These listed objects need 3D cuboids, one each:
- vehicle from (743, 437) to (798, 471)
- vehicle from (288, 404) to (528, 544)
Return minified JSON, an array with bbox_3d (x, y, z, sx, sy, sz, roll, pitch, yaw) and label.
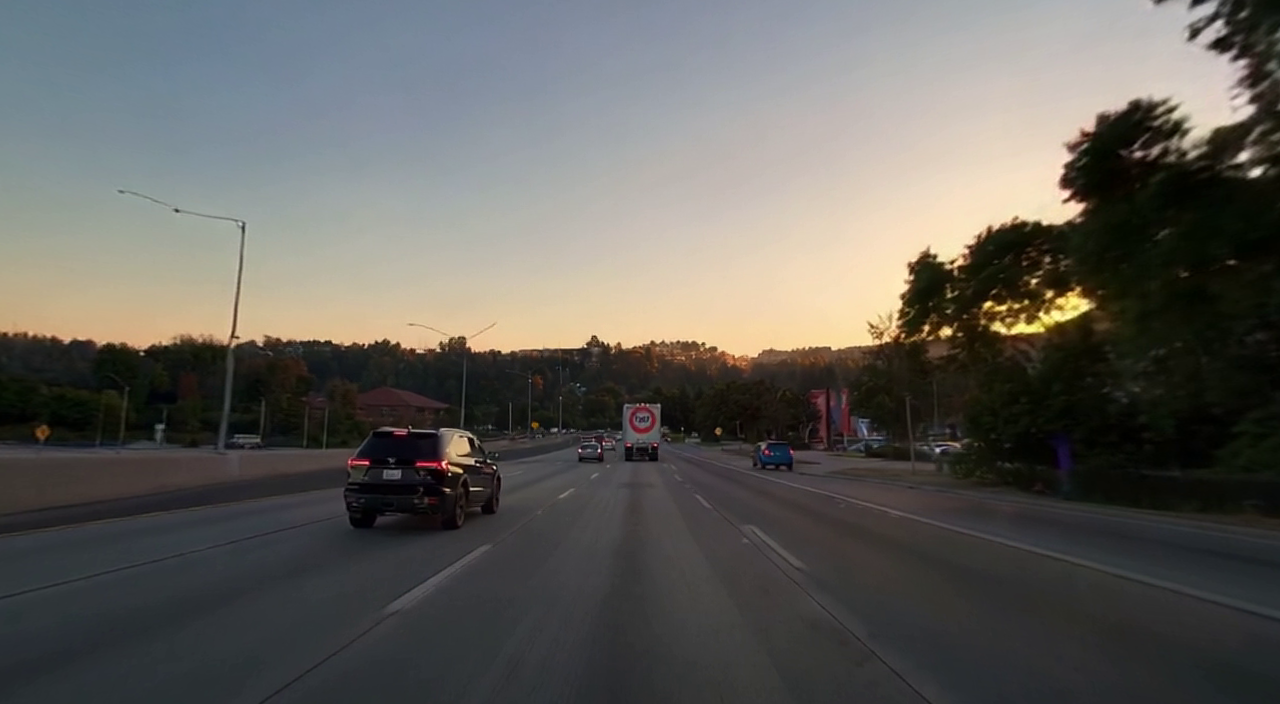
[{"bbox_3d":[6.826,5.405,33.367,1.958,1.681,4.109,0,-9,-1],"label":"vehicle"},{"bbox_3d":[-3.491,1.974,10.779,2.178,1.826,4.933,0,-9,1],"label":"vehicle"}]
